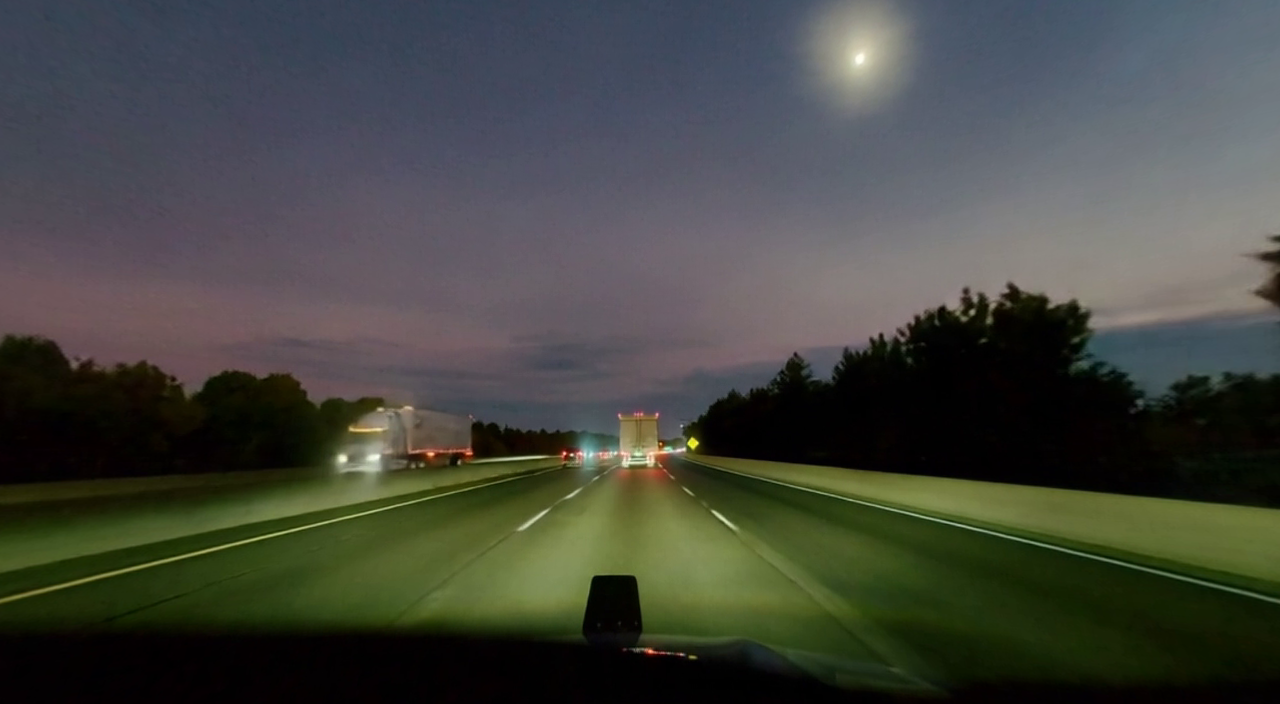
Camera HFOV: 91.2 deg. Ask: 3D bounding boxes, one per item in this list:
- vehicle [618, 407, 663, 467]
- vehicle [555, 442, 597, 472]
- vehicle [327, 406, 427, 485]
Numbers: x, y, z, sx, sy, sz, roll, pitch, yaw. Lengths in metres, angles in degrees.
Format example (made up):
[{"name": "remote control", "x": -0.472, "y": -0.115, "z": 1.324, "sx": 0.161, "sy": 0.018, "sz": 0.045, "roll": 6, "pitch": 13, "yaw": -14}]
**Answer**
[{"name": "vehicle", "x": -0.069, "y": 6.673, "z": 48.391, "sx": 3.100, "sy": 4.091, "sz": 10.664, "roll": 0, "pitch": -9, "yaw": -1}, {"name": "vehicle", "x": -3.716, "y": 6.220, "z": 37.202, "sx": 2.112, "sy": 1.645, "sz": 4.129, "roll": 0, "pitch": -9, "yaw": -1}, {"name": "vehicle", "x": -14.976, "y": 5.458, "z": 36.321, "sx": 2.966, "sy": 4.134, "sz": 6.321, "roll": 0, "pitch": -9, "yaw": 0}]
